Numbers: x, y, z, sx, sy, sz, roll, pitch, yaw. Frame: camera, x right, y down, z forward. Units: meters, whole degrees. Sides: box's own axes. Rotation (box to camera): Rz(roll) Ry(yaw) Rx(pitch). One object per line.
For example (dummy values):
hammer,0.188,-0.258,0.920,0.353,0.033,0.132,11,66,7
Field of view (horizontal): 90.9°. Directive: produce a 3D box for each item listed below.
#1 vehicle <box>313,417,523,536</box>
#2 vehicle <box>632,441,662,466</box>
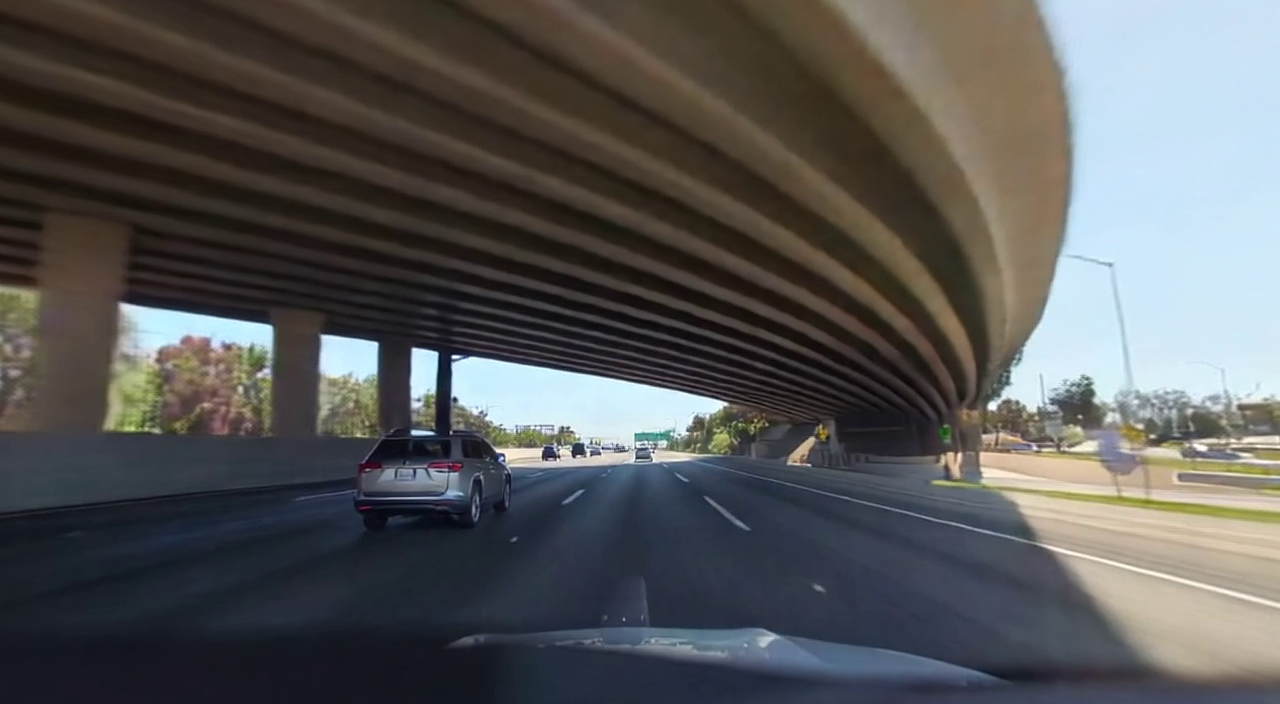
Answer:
vehicle,-3.755,2.207,11.750,2.214,1.759,4.435,-1,-9,1
vehicle,0.459,7.038,43.779,2.023,1.589,4.030,0,-8,0
